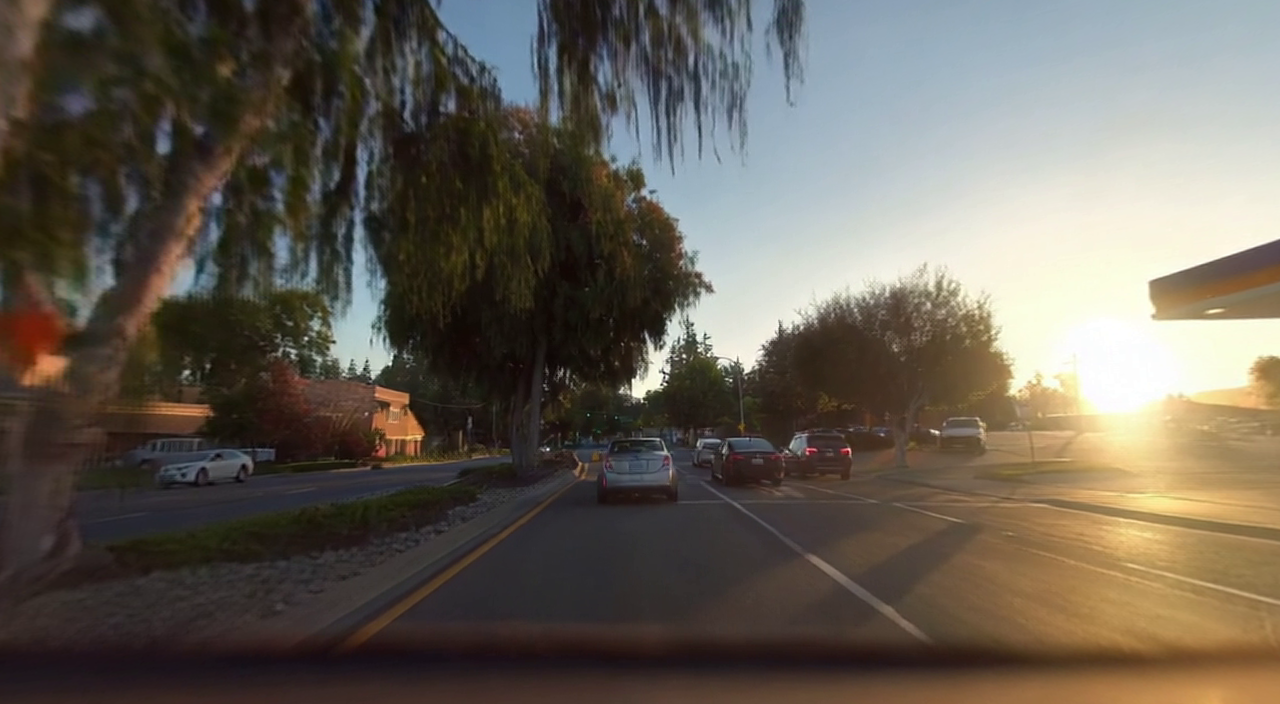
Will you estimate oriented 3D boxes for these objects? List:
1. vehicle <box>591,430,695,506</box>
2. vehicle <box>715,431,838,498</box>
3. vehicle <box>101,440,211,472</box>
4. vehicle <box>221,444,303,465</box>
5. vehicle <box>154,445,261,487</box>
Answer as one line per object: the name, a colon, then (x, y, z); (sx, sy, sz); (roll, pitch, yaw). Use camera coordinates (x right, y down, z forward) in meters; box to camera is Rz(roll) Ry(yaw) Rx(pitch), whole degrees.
vehicle: (0.067, 2.587, 14.441); (2.052, 1.488, 3.779); (0, -8, 0)
vehicle: (3.343, 2.877, 16.544); (2.124, 1.476, 4.730); (0, -8, -1)
vehicle: (-28.062, 6.051, 36.730); (4.699, 1.775, 2.007); (0, -8, 1)
vehicle: (-28.152, 7.662, 47.198); (4.736, 1.491, 2.042); (0, -8, -2)
vehicle: (-19.242, 5.059, 28.350); (1.903, 1.706, 3.994); (0, -8, 0)
